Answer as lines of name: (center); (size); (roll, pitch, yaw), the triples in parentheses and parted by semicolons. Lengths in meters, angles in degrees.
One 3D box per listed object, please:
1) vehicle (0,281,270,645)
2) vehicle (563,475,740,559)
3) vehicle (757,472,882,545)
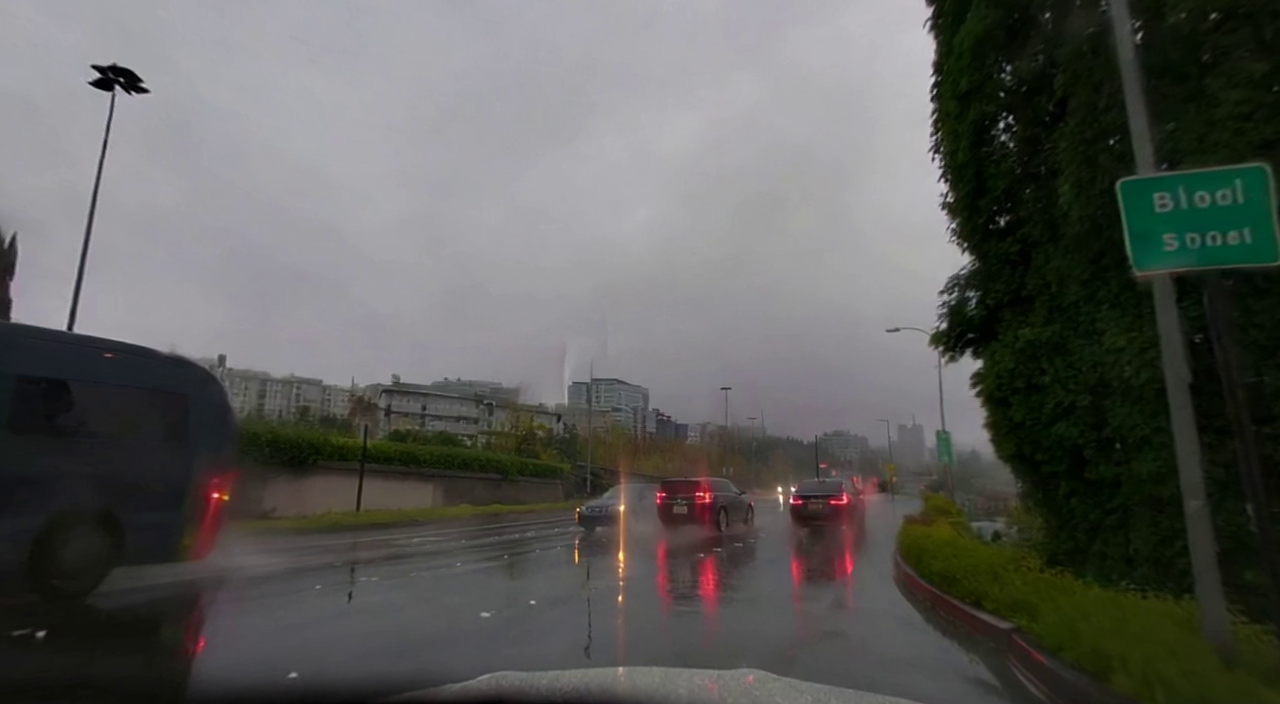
vehicle: (-7.557, 0.918, 5.539); (2.616, 3.316, 6.739); (-4, -12, 27)
vehicle: (0.509, 3.516, 14.067); (2.030, 1.441, 4.806); (-4, -12, 26)
vehicle: (4.609, 3.785, 15.736); (2.129, 1.471, 4.258); (-4, -12, 27)
